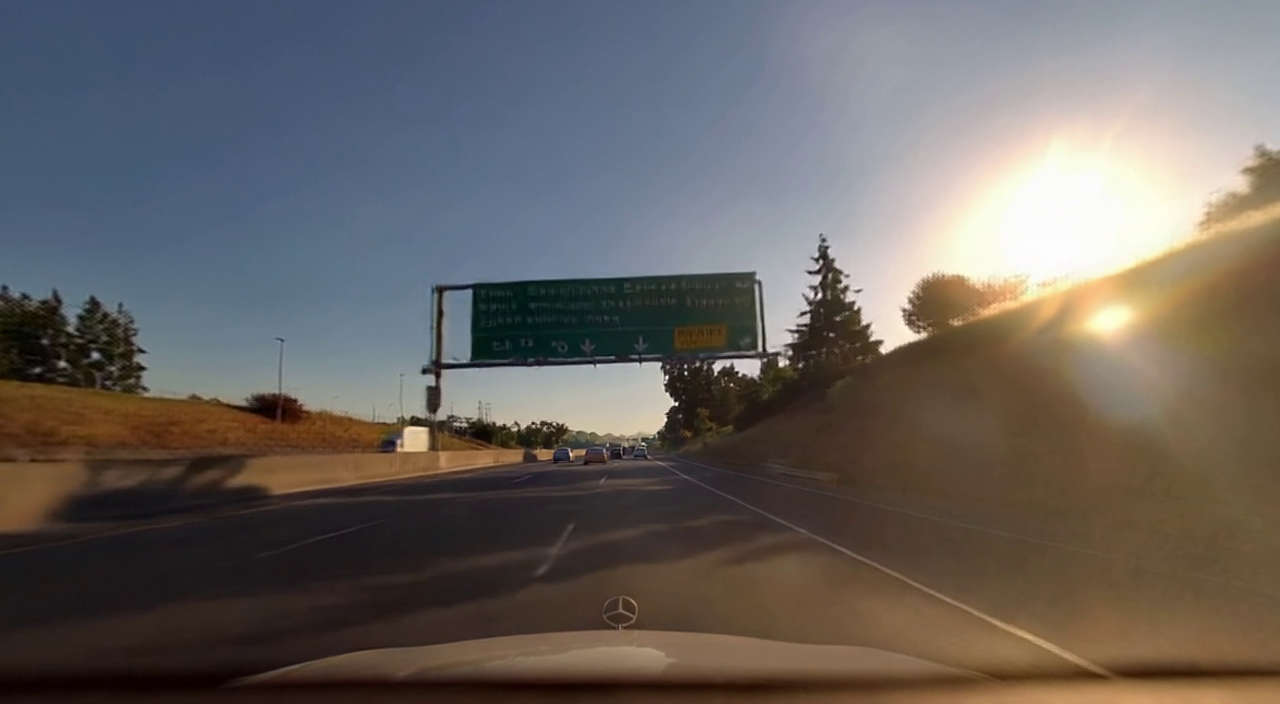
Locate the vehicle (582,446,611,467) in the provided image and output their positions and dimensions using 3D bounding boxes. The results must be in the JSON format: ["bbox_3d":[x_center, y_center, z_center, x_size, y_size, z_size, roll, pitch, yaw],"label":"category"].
[{"bbox_3d":[-3.180,7.776,46.654,1.895,1.482,3.852,0,-9,-1],"label":"vehicle"}]
